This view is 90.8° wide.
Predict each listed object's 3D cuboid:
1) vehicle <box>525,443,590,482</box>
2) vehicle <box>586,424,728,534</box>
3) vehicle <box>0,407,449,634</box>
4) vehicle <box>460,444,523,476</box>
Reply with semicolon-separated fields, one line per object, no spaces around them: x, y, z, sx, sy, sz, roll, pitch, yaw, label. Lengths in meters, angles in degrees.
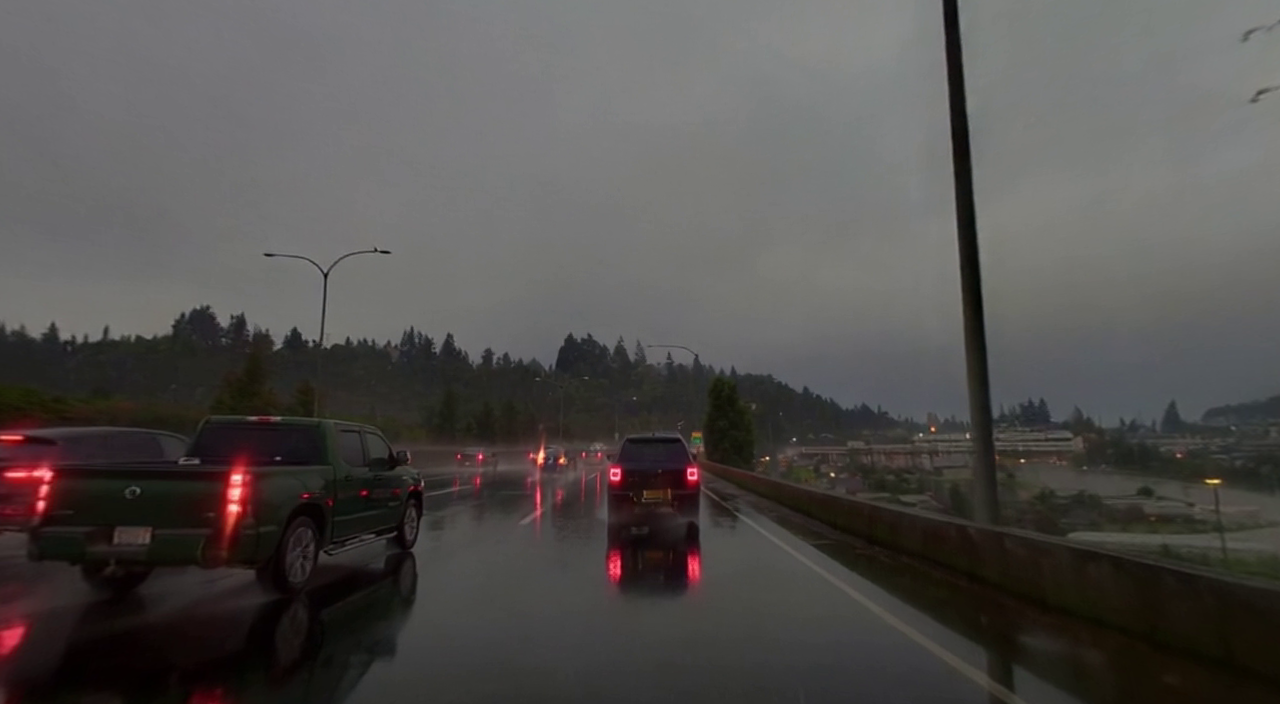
-3.289;4.490;26.004;1.868;1.470;4.105;-1;-9;4;vehicle
0.290;2.357;12.287;2.235;1.716;4.435;0;-9;1;vehicle
-3.957;1.603;7.027;2.076;1.688;4.334;-1;-9;3;vehicle
-7.276;5.334;31.470;1.856;1.459;4.251;-1;-9;4;vehicle
